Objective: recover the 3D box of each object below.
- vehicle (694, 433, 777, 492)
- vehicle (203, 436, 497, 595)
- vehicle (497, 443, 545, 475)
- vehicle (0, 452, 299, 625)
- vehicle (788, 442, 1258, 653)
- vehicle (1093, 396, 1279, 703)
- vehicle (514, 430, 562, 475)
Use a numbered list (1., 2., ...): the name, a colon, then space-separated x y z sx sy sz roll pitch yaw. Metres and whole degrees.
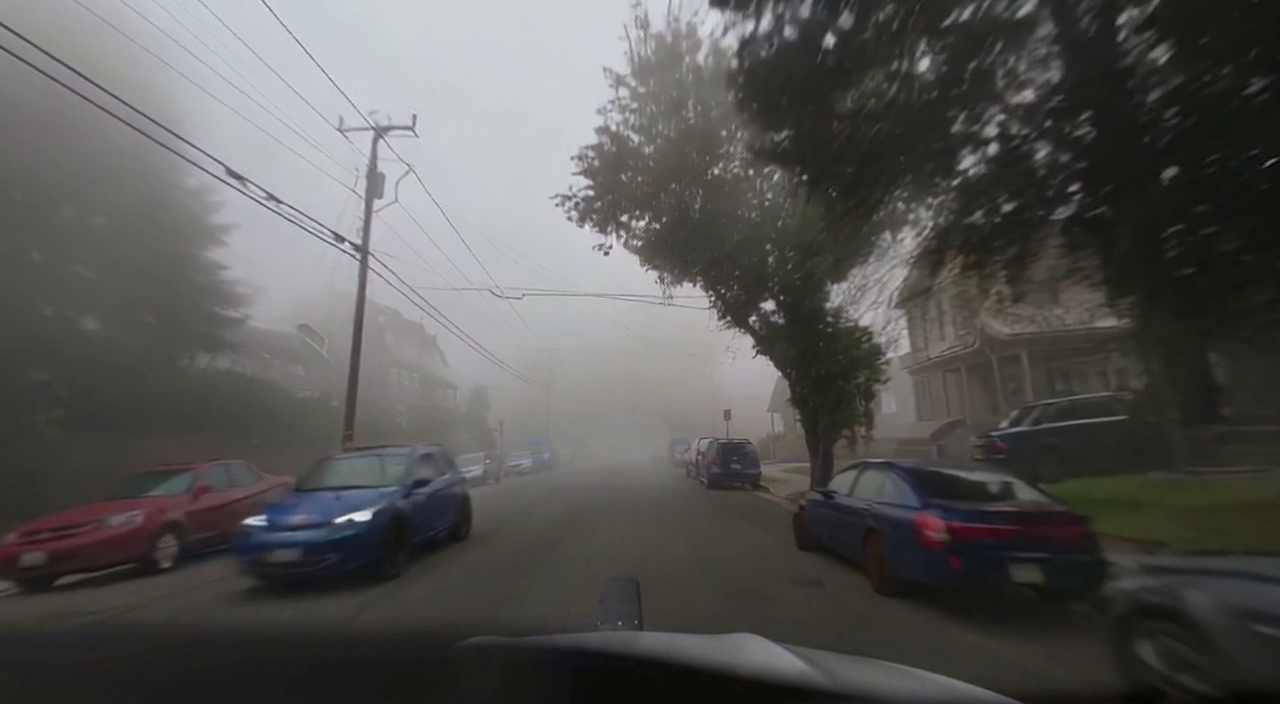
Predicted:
1. vehicle: 3.119 3.753 21.637 2.013 1.775 4.570 0 -9 -1
2. vehicle: -3.320 1.927 8.281 1.929 1.535 4.075 0 -9 0
3. vehicle: -7.121 6.392 37.979 2.027 1.563 4.594 -2 -6 0
4. vehicle: -6.728 2.211 8.391 1.936 1.528 4.620 -3 -8 -2
5. vehicle: 3.260 1.737 6.813 1.990 1.447 4.682 0 -9 -2
6. vehicle: 3.103 0.698 0.666 1.869 1.531 4.383 0 -9 -2
7. vehicle: -7.202 7.098 45.029 2.508 2.712 5.809 0 -5 -1
